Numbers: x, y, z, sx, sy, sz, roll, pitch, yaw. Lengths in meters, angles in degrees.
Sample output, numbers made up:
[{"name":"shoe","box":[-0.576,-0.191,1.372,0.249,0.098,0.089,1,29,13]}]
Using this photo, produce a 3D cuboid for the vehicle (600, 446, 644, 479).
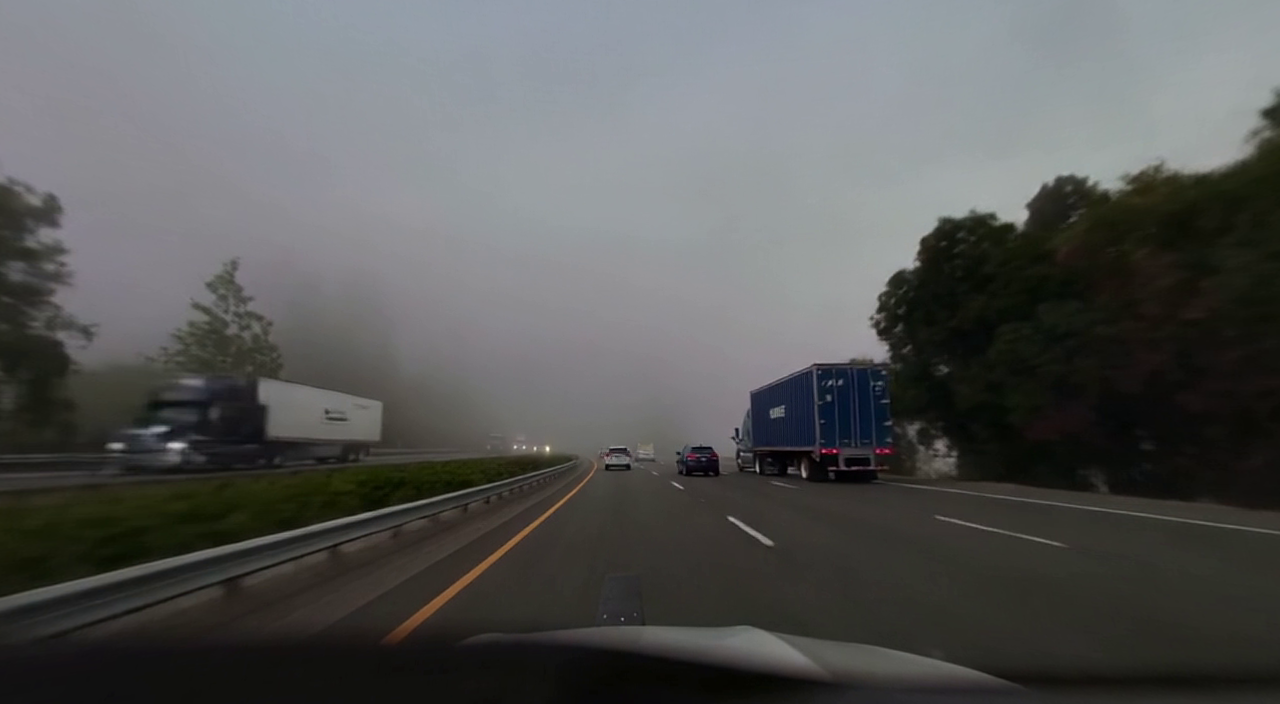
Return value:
[{"name":"vehicle","box":[-0.913,5.507,31.651,2.050,1.534,3.771,0,-9,-2]}]

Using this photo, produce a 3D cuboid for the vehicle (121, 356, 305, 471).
[{"name":"vehicle","box":[-16.352,2.565,24.833,2.932,3.994,6.031,0,-9,-1]}]

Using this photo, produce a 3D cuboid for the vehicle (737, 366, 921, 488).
[{"name":"vehicle","box":[7.259,3.535,27.744,2.965,3.990,14.227,1,-9,-3]}]

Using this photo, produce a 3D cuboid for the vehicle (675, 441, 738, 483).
[{"name":"vehicle","box":[2.720,4.638,26.687,2.013,1.623,3.916,0,-9,-3]}]
